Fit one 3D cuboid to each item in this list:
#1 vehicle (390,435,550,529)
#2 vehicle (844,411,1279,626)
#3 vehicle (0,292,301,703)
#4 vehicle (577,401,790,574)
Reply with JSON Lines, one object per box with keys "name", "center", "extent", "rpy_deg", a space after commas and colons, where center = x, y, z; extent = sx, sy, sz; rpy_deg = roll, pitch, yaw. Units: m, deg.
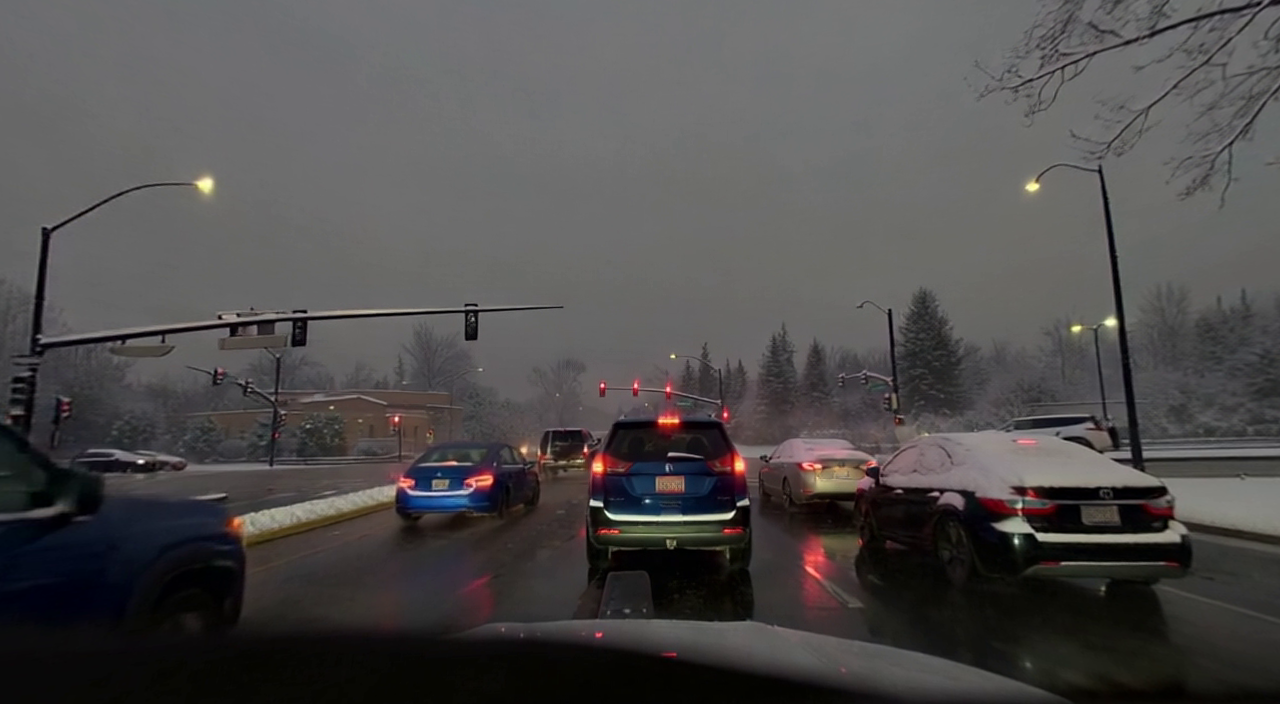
{"name": "vehicle", "center": [-3.026, 2.402, 12.273], "extent": [1.876, 1.497, 4.308], "rpy_deg": [0, -8, 1]}
{"name": "vehicle", "center": [3.911, 1.545, 6.803], "extent": [1.954, 1.592, 3.992], "rpy_deg": [0, -8, -2]}
{"name": "vehicle", "center": [-3.112, 0.610, 1.305], "extent": [2.054, 1.814, 4.941], "rpy_deg": [0, -8, 0]}
{"name": "vehicle", "center": [0.436, 1.717, 8.715], "extent": [2.172, 1.764, 4.338], "rpy_deg": [0, -8, 0]}
